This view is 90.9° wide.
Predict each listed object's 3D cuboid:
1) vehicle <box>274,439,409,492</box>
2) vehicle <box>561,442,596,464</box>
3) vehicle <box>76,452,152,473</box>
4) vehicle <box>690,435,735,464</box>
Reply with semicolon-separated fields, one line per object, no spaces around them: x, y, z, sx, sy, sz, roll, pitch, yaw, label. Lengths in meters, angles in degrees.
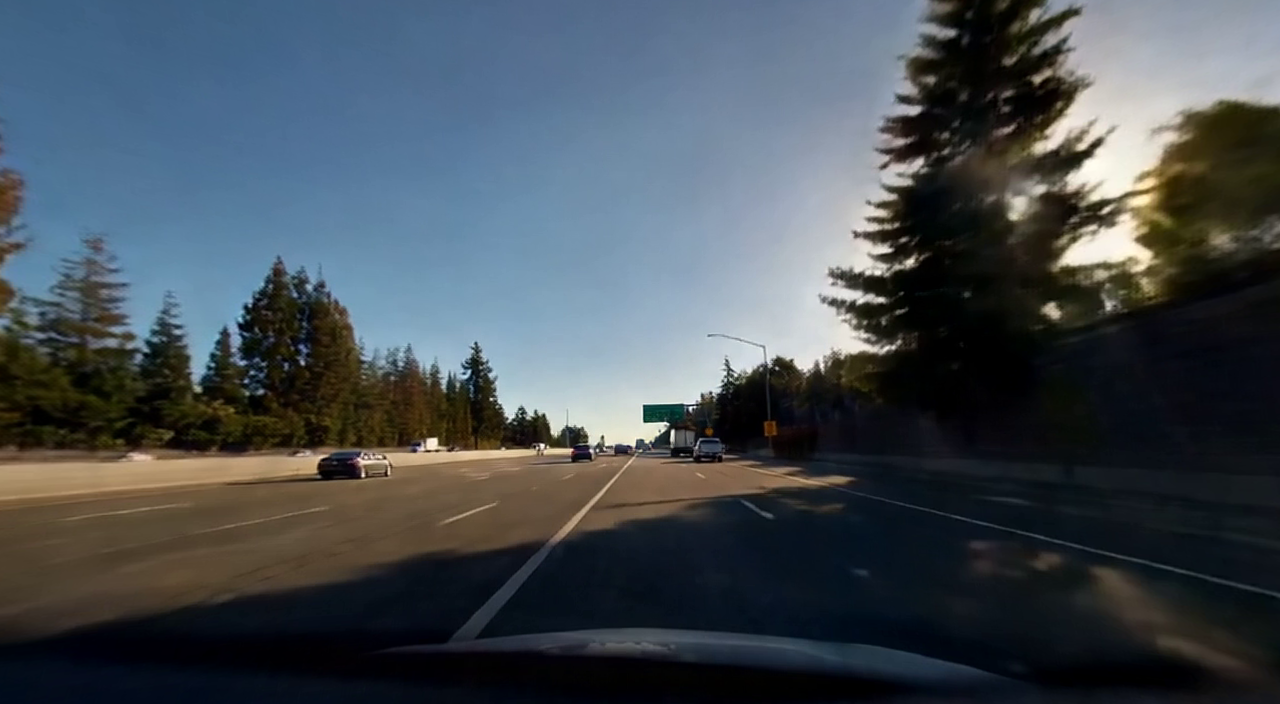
-9.258;3.531;20.052;1.899;1.465;4.589;0;-8;2;vehicle
-4.391;7.299;45.806;1.981;1.473;4.317;0;-8;2;vehicle
-40.626;8.518;48.884;1.774;1.472;4.700;0;-8;1;vehicle
5.100;6.985;45.341;2.355;1.930;6.633;0;-8;-1;vehicle
